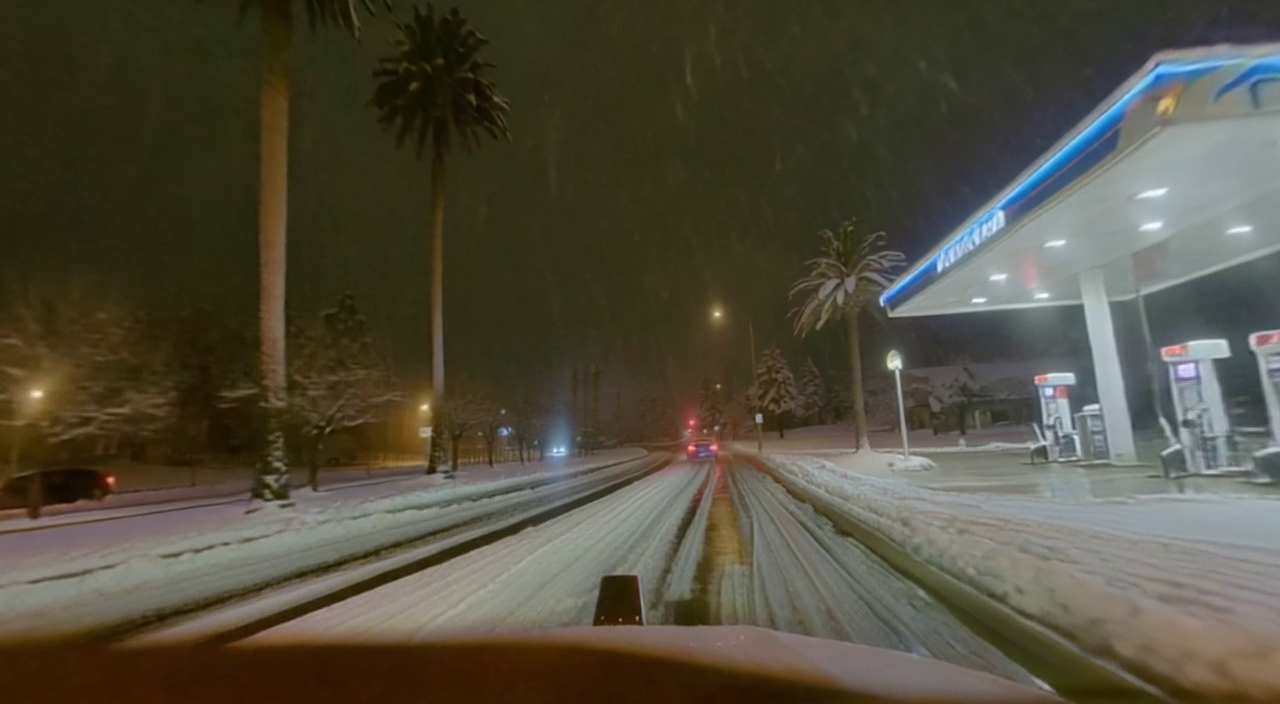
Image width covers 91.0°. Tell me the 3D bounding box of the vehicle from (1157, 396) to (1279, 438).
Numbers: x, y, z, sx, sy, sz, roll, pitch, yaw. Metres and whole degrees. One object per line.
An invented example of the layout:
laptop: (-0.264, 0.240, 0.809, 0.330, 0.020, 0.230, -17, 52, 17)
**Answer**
vehicle: (27.619, 3.079, 29.601, 4.513, 1.657, 2.002, -5, -9, 12)

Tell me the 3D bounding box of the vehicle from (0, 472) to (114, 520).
vehicle: (-22.621, 5.279, 23.386, 1.825, 1.441, 4.656, -1, -8, 6)

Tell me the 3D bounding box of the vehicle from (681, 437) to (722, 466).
vehicle: (3.415, 5.404, 34.330, 2.050, 1.509, 4.148, -1, -8, 8)
